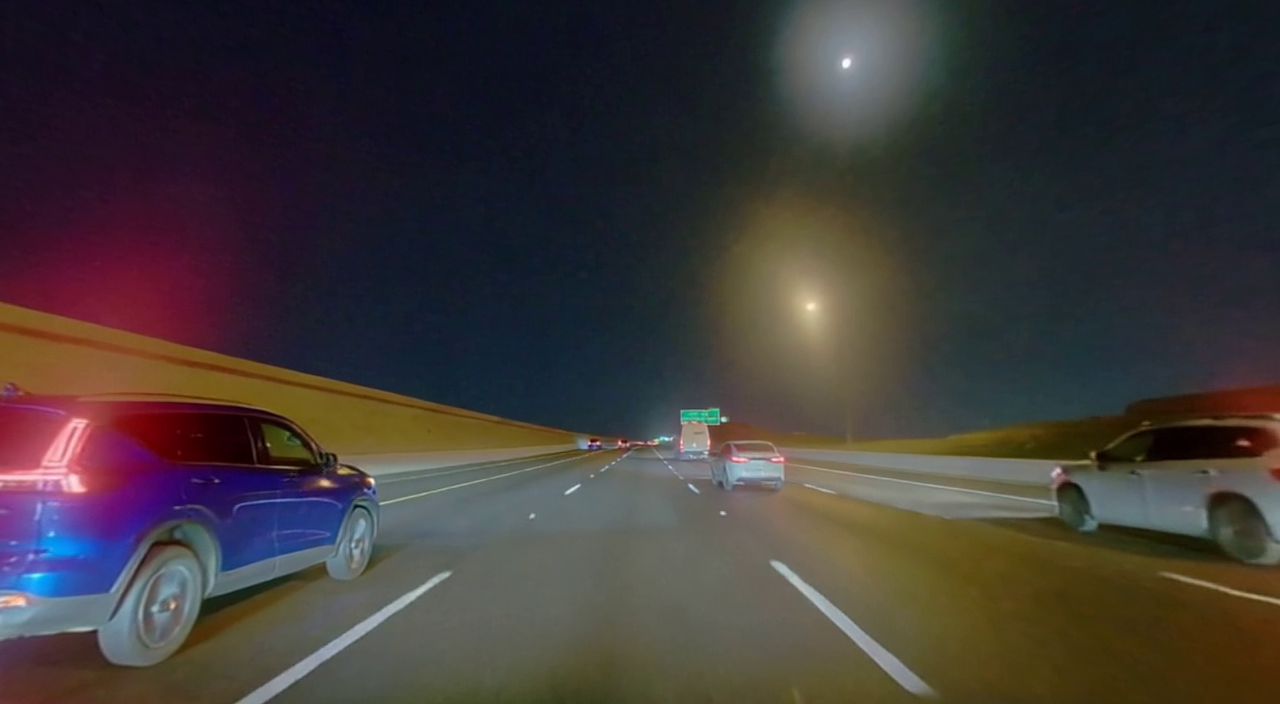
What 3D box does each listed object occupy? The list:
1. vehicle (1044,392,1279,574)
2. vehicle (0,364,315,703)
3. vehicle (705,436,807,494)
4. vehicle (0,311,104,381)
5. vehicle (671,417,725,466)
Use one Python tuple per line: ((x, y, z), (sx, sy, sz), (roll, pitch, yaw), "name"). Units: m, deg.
((7.162, 1.382, 6.934), (2.184, 1.712, 4.856), (0, -8, -1), "vehicle")
((-4.130, 1.010, 3.888), (2.000, 1.646, 4.201), (0, -8, 0), "vehicle")
((3.360, 3.391, 19.439), (2.108, 1.509, 5.059), (0, -8, -1), "vehicle")
((-18.462, -0.232, 17.858), (2.044, 1.573, 4.964), (-1, -8, 3), "vehicle")
((3.429, 5.510, 38.911), (2.629, 2.718, 6.740), (0, -8, 0), "vehicle")
